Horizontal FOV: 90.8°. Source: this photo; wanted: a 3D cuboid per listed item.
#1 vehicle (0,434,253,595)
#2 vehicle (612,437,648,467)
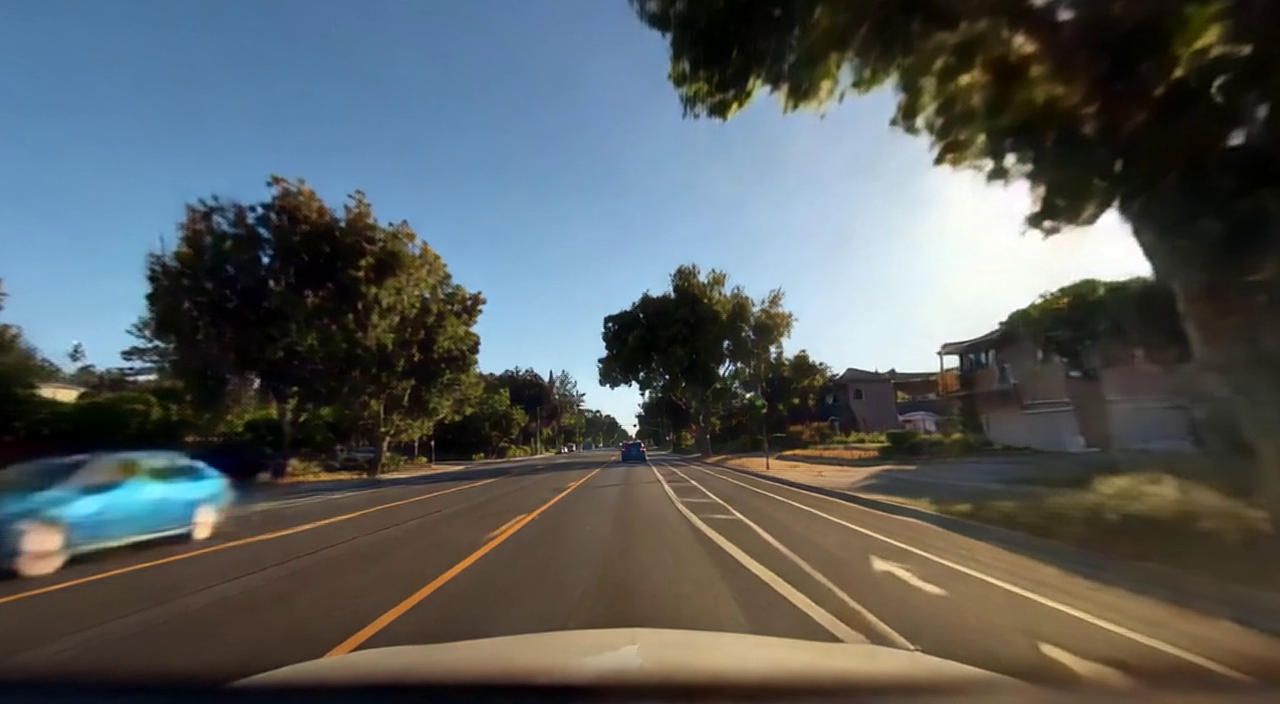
[{"bbox_3d":[-7.253,1.889,8.223,1.967,1.571,3.853,0,-8,0],"label":"vehicle"},{"bbox_3d":[-0.683,6.510,41.421,2.230,1.827,4.298,0,-8,-1],"label":"vehicle"}]
